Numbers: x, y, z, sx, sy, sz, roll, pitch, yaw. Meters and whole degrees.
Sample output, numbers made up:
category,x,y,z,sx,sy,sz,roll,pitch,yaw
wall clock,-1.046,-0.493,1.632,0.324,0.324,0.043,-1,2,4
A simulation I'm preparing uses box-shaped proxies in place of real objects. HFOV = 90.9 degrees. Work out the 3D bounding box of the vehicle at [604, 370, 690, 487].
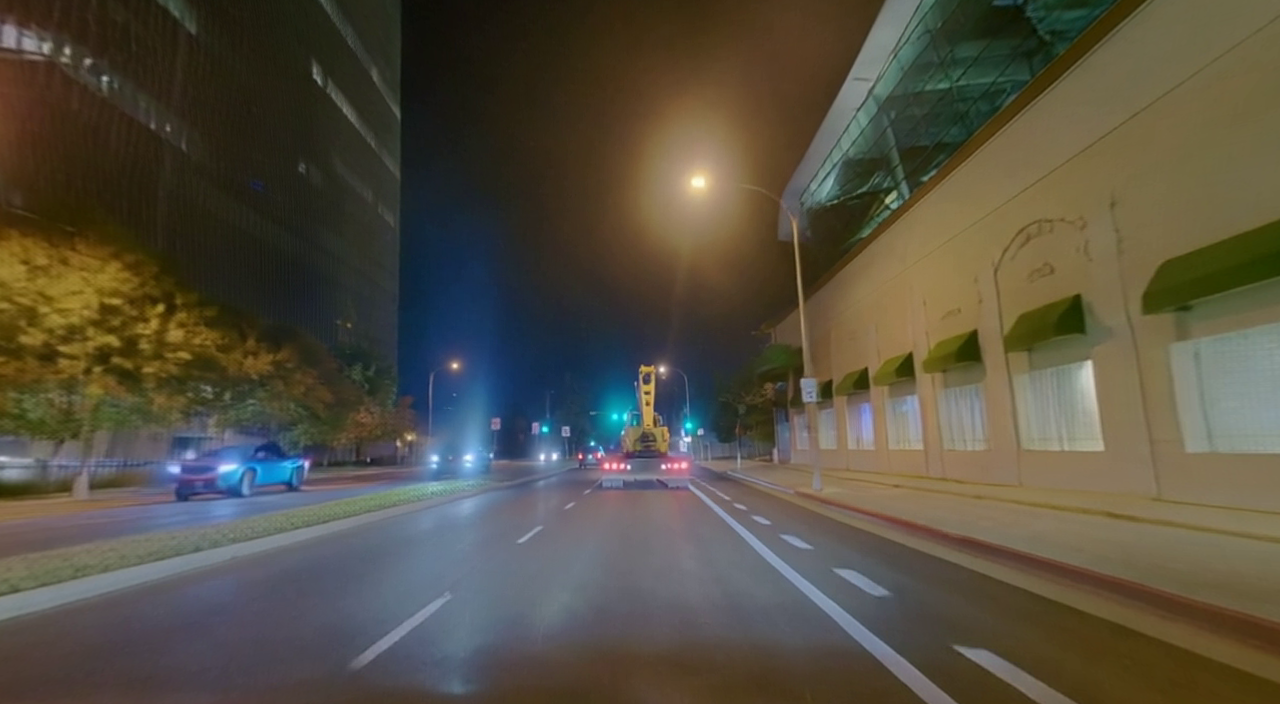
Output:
category,x,y,z,sx,sy,sz,roll,pitch,yaw
vehicle,0.203,3.116,24.367,2.552,3.461,11.044,-1,-9,0

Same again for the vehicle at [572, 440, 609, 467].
category,x,y,z,sx,sy,sz,roll,pitch,yaw
vehicle,-3.210,6.751,41.910,2.081,1.688,4.235,0,-9,0

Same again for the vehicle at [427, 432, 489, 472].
category,x,y,z,sx,sy,sz,roll,pitch,yaw
vehicle,-12.081,6.712,42.415,2.404,2.444,5.799,0,-9,0

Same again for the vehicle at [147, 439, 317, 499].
category,x,y,z,sx,sy,sz,roll,pitch,yaw
vehicle,-15.083,4.332,23.956,2.225,1.946,6.187,0,-9,1
